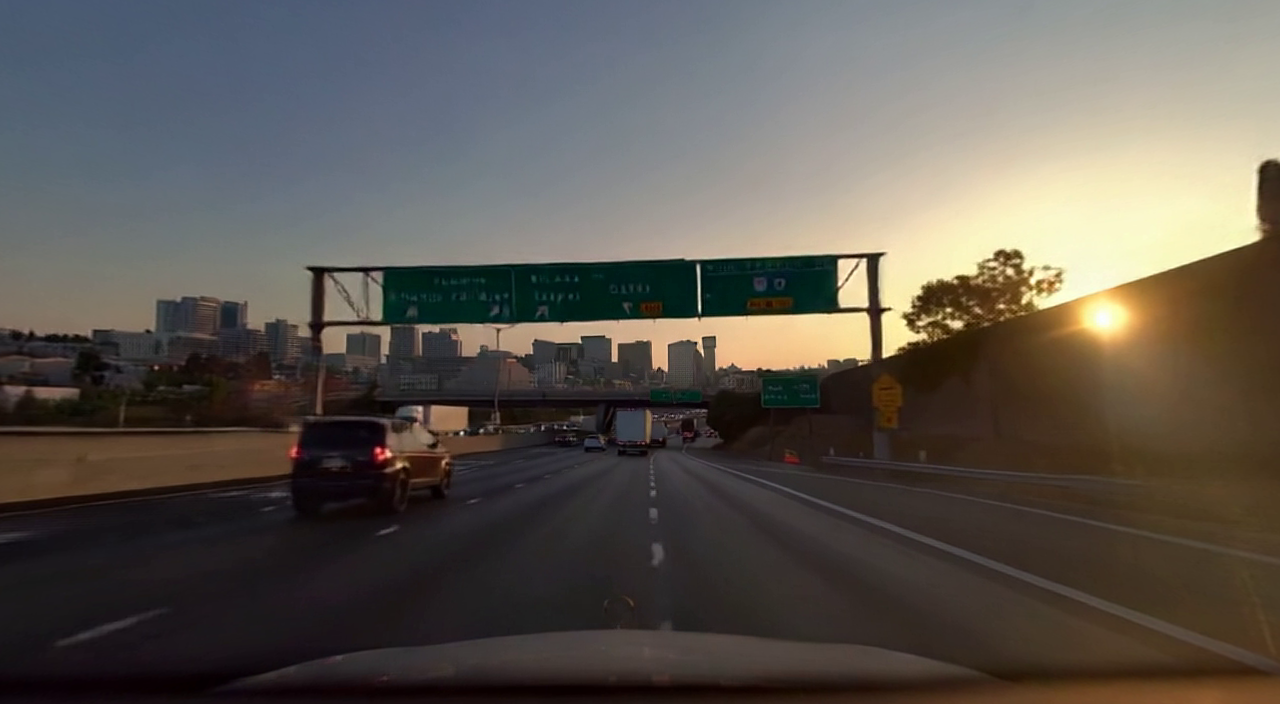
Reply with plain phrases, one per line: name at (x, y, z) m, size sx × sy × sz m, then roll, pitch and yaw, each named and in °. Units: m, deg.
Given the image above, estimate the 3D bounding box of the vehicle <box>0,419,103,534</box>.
vehicle at (-9.289, 1.565, 7.766) m, size 1.845 × 1.493 × 3.799 m, roll 0°, pitch -8°, yaw 2°

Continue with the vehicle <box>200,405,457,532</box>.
vehicle at (-5.122, 1.960, 11.316) m, size 2.119 × 1.787 × 4.655 m, roll 0°, pitch -8°, yaw 2°
